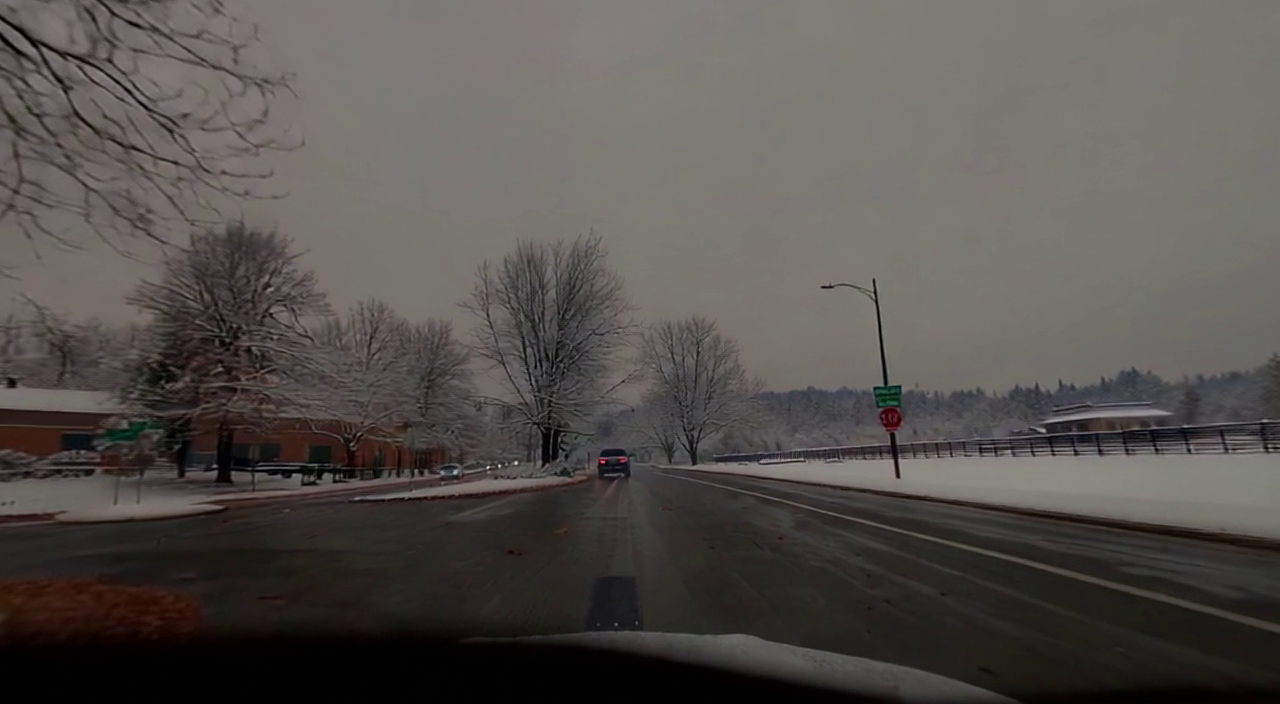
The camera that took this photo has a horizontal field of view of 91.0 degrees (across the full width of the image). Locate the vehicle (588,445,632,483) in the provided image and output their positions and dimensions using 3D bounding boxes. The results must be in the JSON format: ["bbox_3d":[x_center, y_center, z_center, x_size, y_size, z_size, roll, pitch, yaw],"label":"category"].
[{"bbox_3d":[-1.631,6.396,36.384,2.284,2.012,5.607,0,-9,-1],"label":"vehicle"}]
